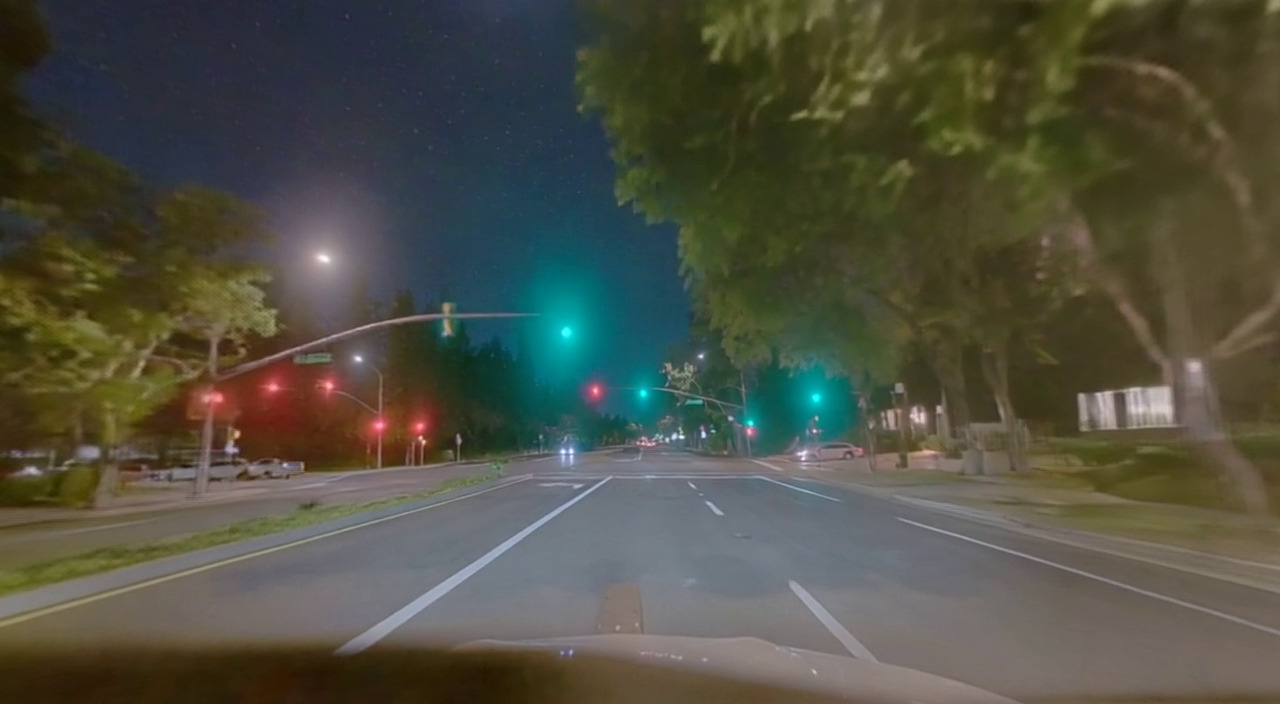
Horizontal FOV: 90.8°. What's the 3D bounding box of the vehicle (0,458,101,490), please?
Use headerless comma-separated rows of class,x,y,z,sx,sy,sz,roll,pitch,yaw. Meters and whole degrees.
vehicle,-35.056,7.181,37.437,4.516,1.756,2.201,-2,-9,9

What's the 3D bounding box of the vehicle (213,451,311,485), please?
vehicle,-21.873,6.713,36.667,4.445,1.805,1.944,-2,-8,3

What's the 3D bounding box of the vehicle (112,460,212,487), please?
vehicle,-28.224,7.175,37.392,4.505,1.460,1.929,-1,-9,6

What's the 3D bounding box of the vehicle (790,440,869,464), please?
vehicle,12.612,6.696,42.181,4.611,1.505,2.029,0,-9,0
